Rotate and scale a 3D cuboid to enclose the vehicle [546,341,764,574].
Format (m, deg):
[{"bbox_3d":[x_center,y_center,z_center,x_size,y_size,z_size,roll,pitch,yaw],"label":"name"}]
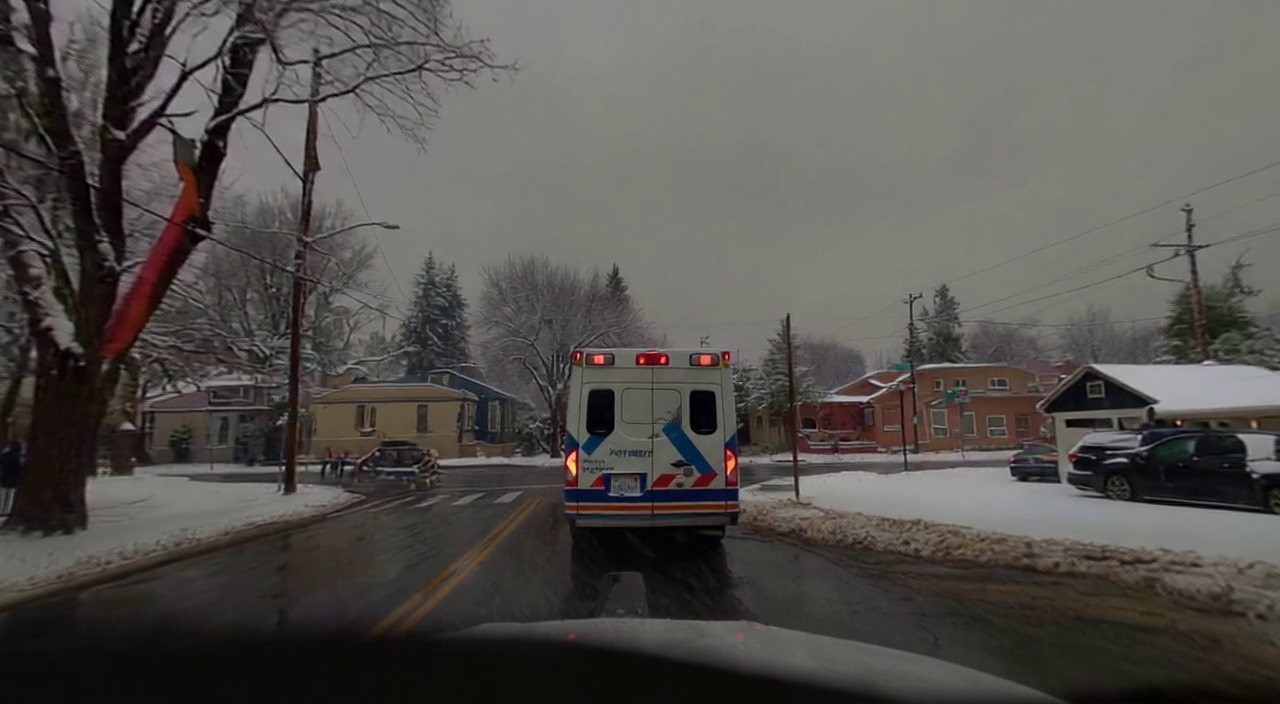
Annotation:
[{"bbox_3d":[0.175,1.581,10.008,2.444,2.640,5.482,0,-8,0],"label":"vehicle"}]

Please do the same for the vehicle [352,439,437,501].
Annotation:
[{"bbox_3d":[-8.340,3.865,21.281,2.290,1.776,4.947,3,-9,-23],"label":"vehicle"}]

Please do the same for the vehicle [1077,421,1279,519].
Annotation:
[{"bbox_3d":[13.258,2.559,13.974,5.270,1.966,2.329,-2,-8,11],"label":"vehicle"}]
